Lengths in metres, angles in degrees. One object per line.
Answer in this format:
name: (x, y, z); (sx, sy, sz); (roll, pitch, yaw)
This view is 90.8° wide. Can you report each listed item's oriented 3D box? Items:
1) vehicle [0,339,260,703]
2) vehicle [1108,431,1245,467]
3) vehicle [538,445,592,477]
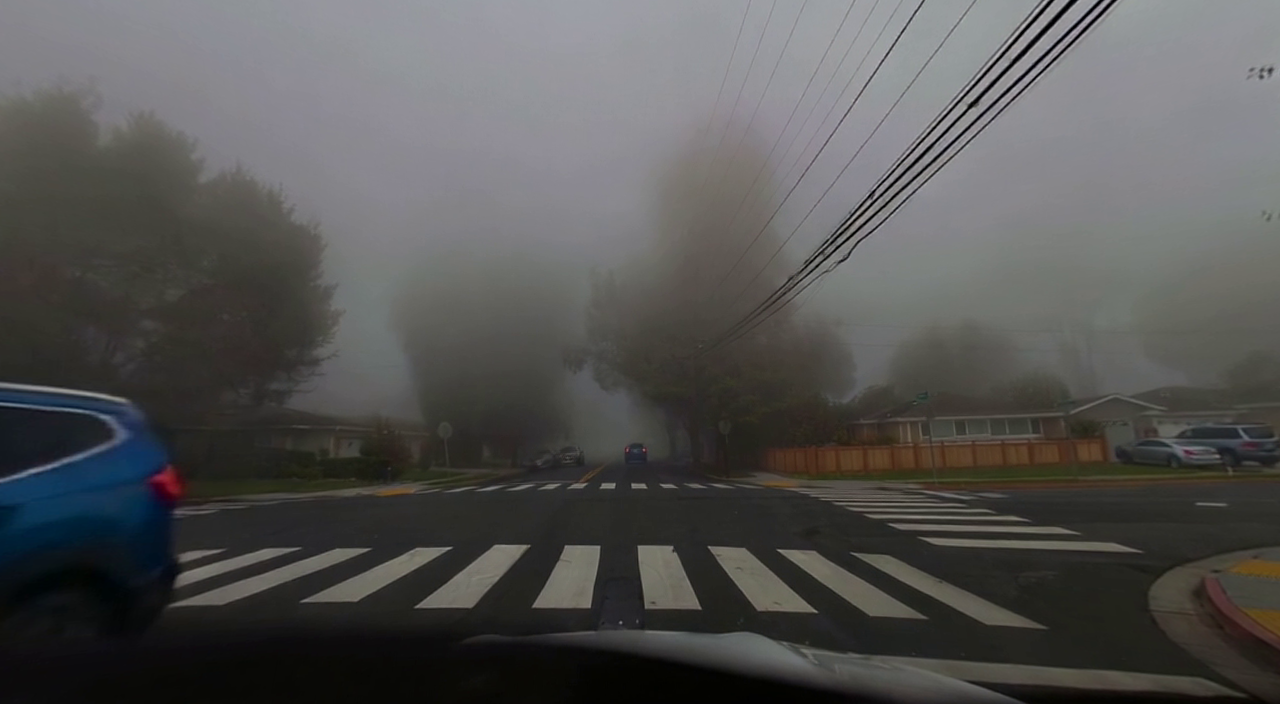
vehicle: (-3.660, 0.752, 1.854); (2.330, 1.768, 4.553); (0, -8, -2)
vehicle: (23.427, 4.274, 27.876); (1.841, 1.448, 4.688); (0, -8, -1)
vehicle: (-3.605, 5.327, 31.166); (2.102, 1.463, 4.024); (0, -9, 1)
